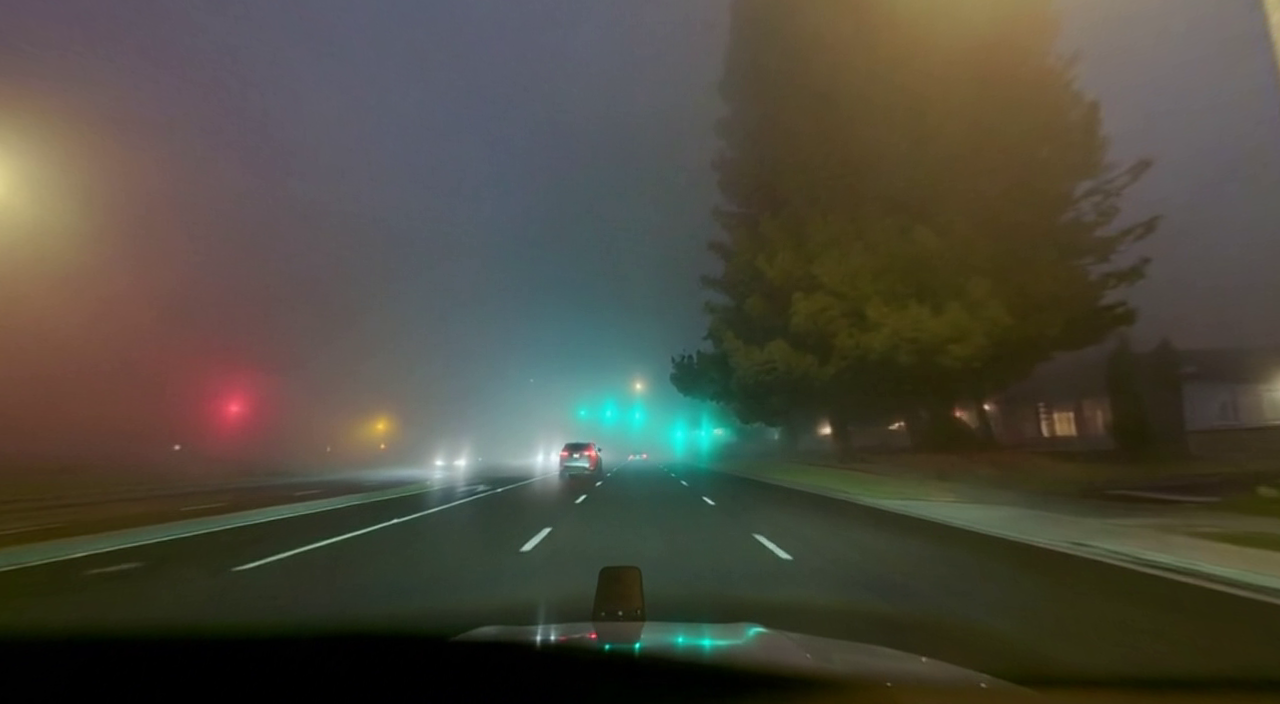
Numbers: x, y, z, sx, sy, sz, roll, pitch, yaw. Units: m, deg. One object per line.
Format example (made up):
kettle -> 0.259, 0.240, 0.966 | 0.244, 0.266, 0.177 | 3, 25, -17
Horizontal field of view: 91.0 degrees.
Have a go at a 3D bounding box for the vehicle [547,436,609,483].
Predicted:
vehicle -> -2.784, 5.037, 29.746 | 2.370, 1.968, 5.698 | 0, -9, 0

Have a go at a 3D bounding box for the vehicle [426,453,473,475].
vehicle -> -14.172, 8.366, 47.248 | 1.962, 1.511, 4.802 | 0, -9, 1
